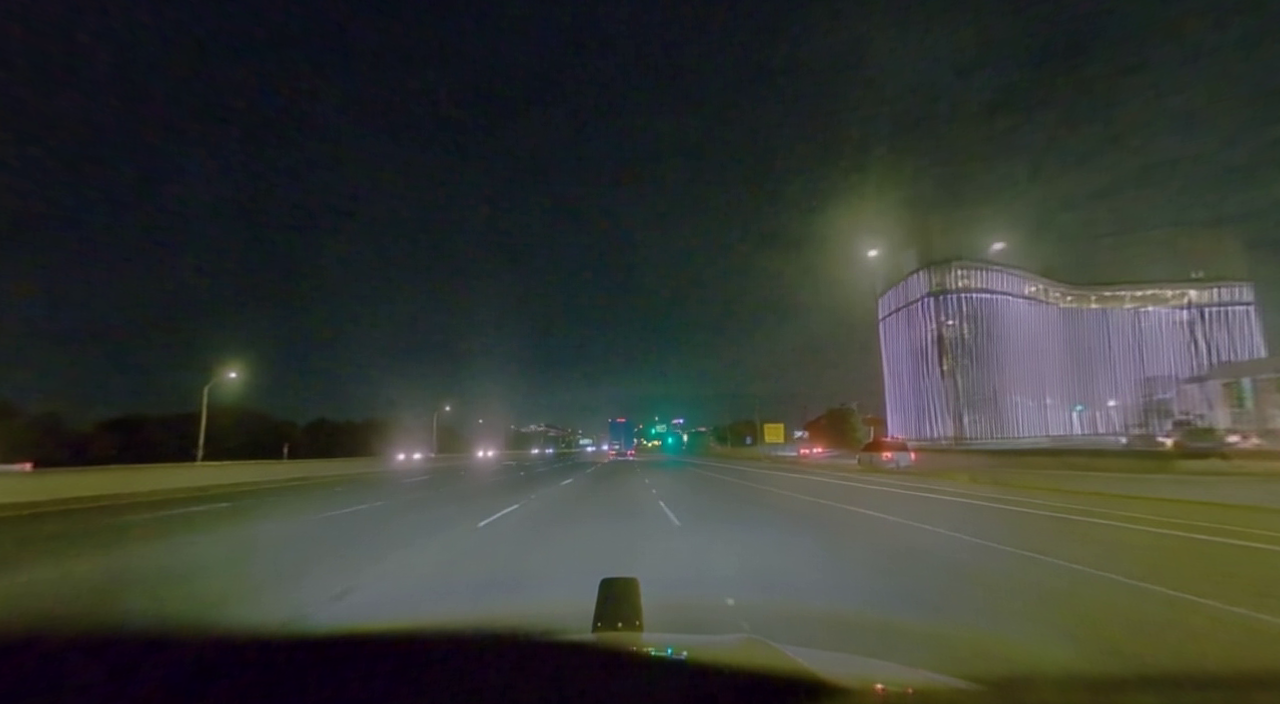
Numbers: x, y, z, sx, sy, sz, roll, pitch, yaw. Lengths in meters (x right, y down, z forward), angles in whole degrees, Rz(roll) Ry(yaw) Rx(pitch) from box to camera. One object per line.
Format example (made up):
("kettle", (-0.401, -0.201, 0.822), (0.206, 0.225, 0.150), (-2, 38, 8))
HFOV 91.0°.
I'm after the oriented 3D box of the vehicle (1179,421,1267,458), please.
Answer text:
("vehicle", (42.433, 6.459, 46.126), (2.319, 2.462, 6.910), (-4, -9, 22))
